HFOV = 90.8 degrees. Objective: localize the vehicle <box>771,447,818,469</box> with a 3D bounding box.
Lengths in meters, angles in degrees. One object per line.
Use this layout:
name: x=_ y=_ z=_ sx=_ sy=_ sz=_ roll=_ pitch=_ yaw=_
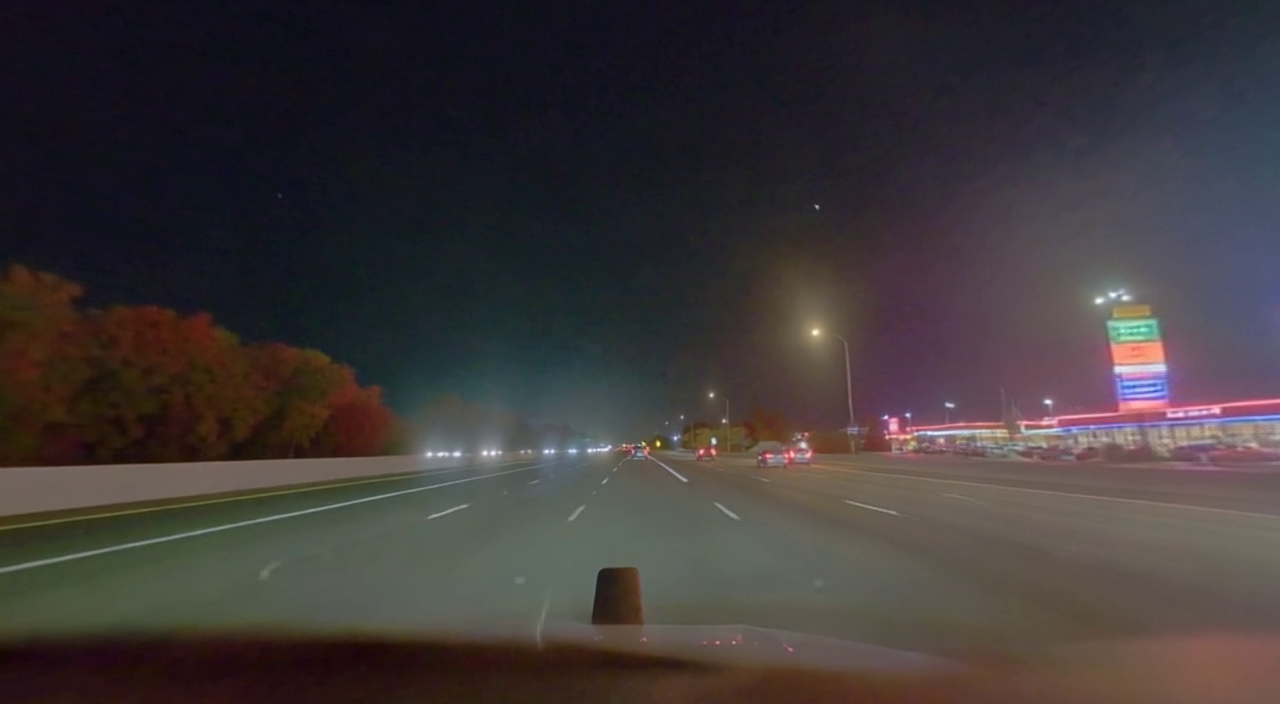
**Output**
vehicle: x=10.599 y=7.290 z=43.705 sx=1.953 sy=1.473 sz=4.512 roll=0 pitch=-8 yaw=-2
